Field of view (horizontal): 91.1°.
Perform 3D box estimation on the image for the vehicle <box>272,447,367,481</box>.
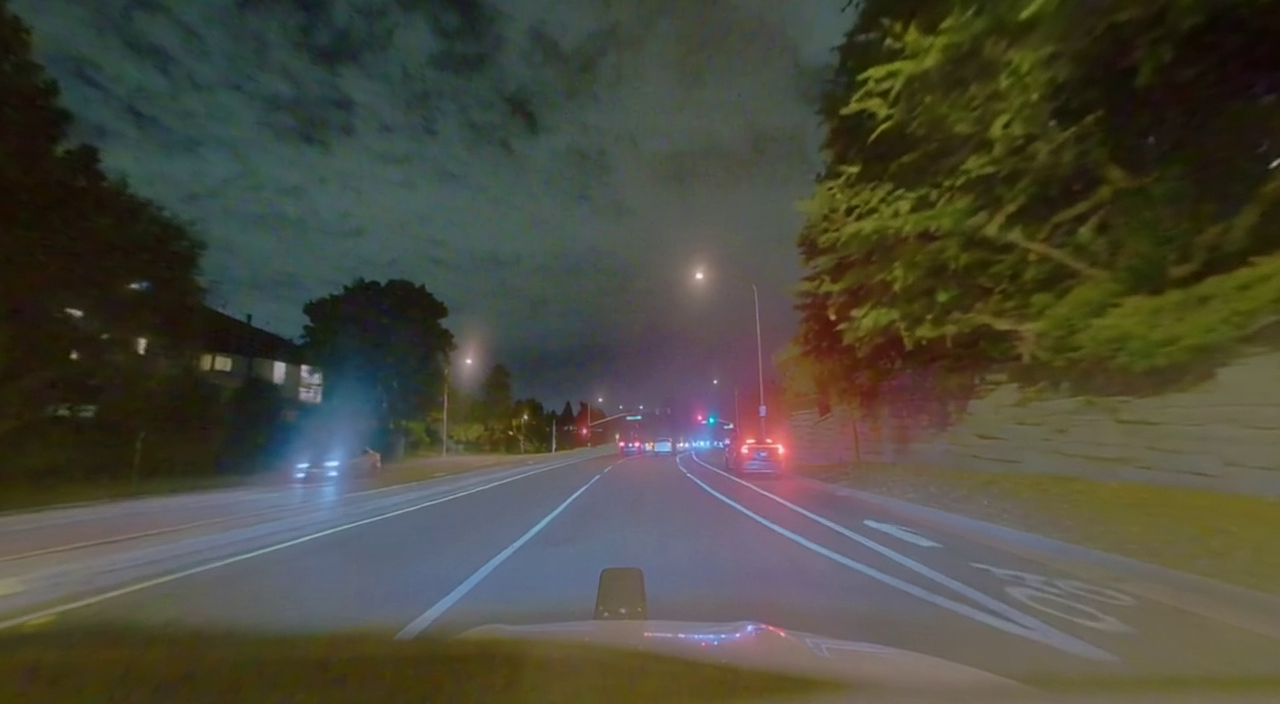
[{"bbox_3d":[-15.017,5.265,29.785,1.889,1.461,4.730,-1,-9,2],"label":"vehicle"}]
